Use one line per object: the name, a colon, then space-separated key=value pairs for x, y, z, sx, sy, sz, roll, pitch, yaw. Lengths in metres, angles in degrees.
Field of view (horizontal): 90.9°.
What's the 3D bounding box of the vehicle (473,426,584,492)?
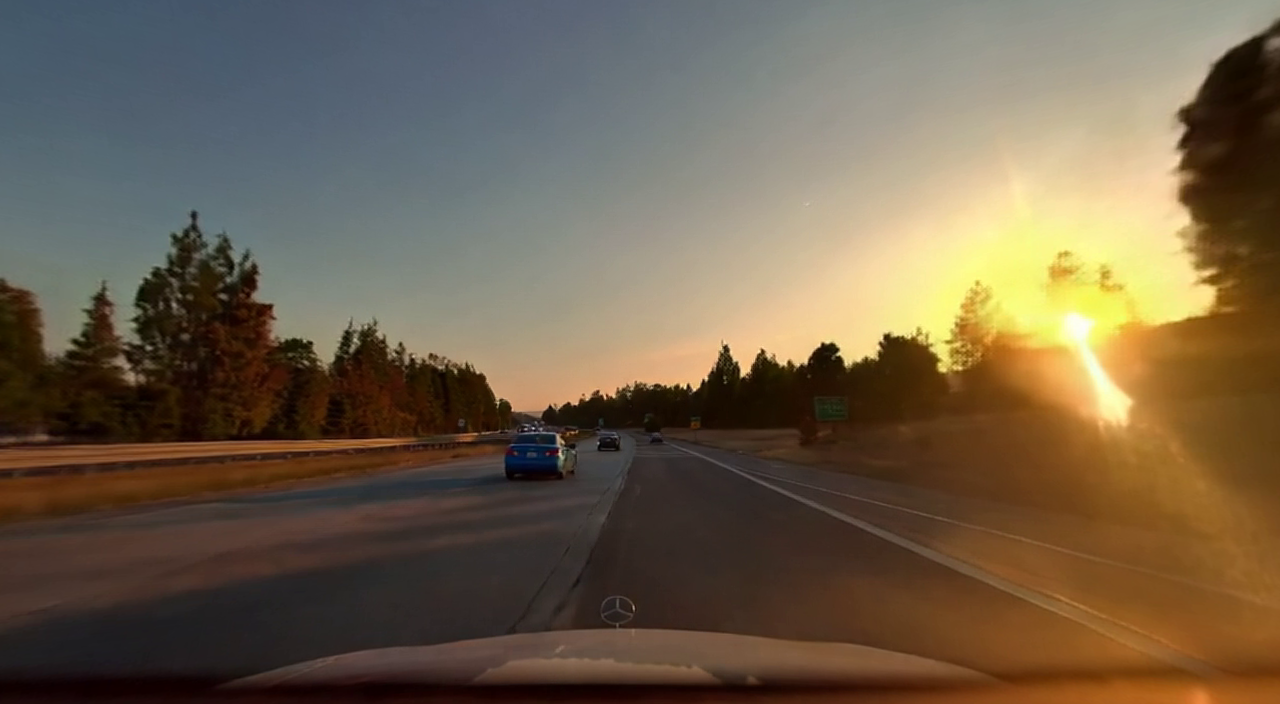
vehicle: x=-2.659 y=2.650 z=16.039 sx=1.977 sy=1.443 sz=4.225 roll=0 pitch=-8 yaw=1
